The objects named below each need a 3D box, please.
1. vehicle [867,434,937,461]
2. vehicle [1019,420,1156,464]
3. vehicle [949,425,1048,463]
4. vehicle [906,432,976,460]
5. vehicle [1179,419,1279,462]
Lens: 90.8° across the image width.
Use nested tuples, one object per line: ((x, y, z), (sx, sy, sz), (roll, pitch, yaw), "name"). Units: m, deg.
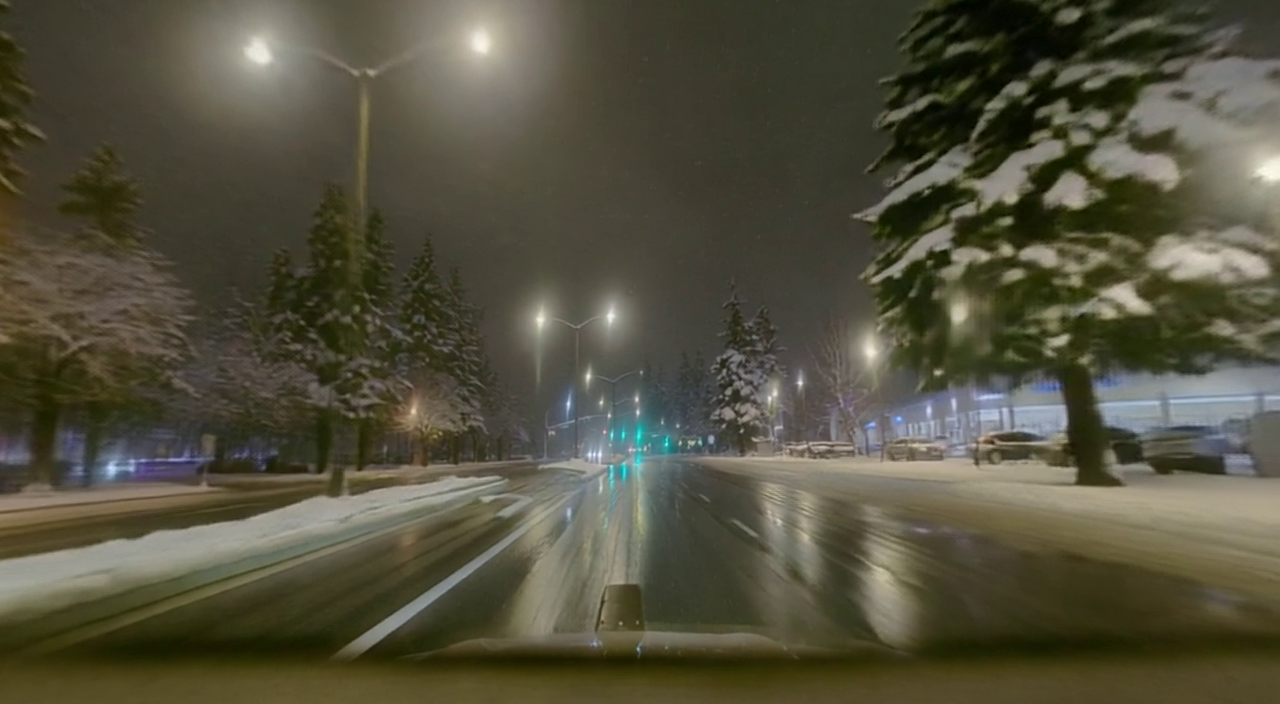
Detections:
((17.293, 6.347, 42.040), (2.196, 1.667, 5.262), (0, -9, -3), "vehicle")
((18.165, 3.712, 26.009), (1.890, 1.612, 4.797), (1, -9, -4), "vehicle")
((17.690, 4.620, 31.518), (1.912, 1.646, 4.870), (-1, -9, -2), "vehicle")
((17.494, 5.514, 36.938), (1.841, 1.471, 4.367), (-2, -9, -1), "vehicle")
((22.878, 3.335, 23.745), (1.800, 1.455, 3.806), (0, -9, -1), "vehicle")
